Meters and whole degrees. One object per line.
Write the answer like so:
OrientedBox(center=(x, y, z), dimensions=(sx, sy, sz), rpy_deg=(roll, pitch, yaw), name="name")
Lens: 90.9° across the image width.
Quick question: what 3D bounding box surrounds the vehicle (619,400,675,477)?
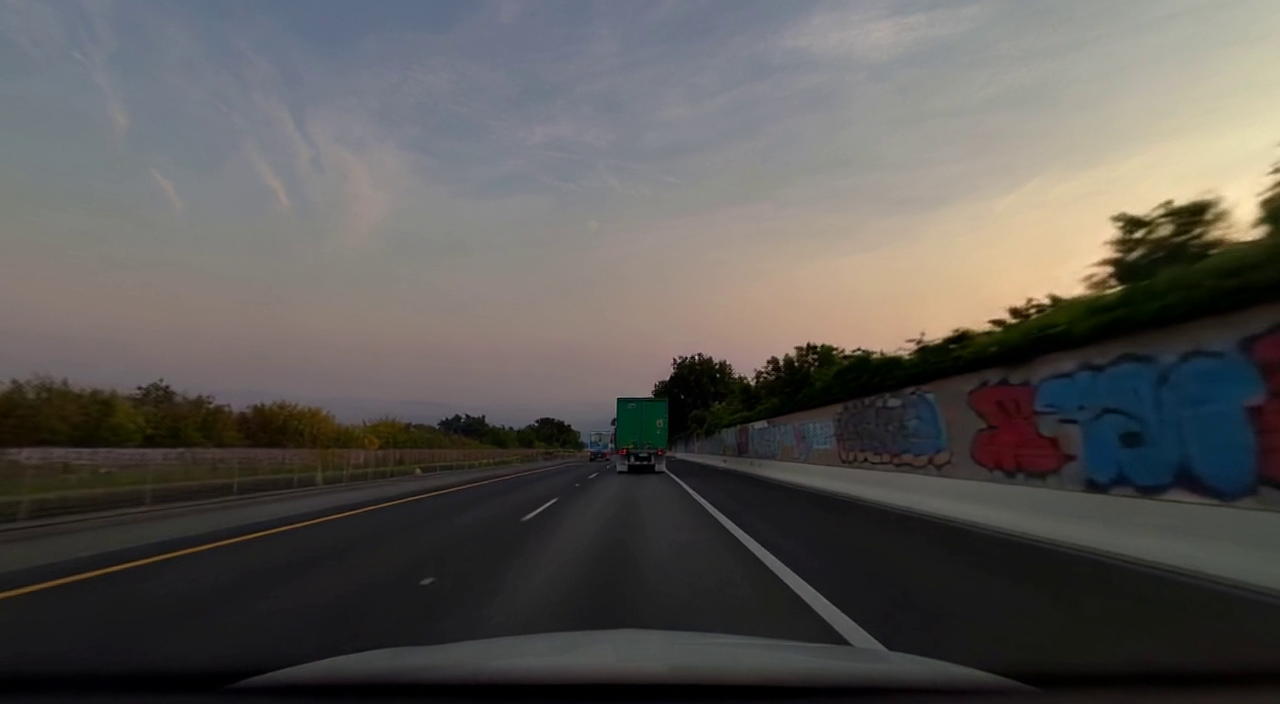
OrientedBox(center=(0.273, 5.250, 37.701), dimensions=(2.900, 3.955, 10.151), rpy_deg=(0, -9, -1), name="vehicle")
